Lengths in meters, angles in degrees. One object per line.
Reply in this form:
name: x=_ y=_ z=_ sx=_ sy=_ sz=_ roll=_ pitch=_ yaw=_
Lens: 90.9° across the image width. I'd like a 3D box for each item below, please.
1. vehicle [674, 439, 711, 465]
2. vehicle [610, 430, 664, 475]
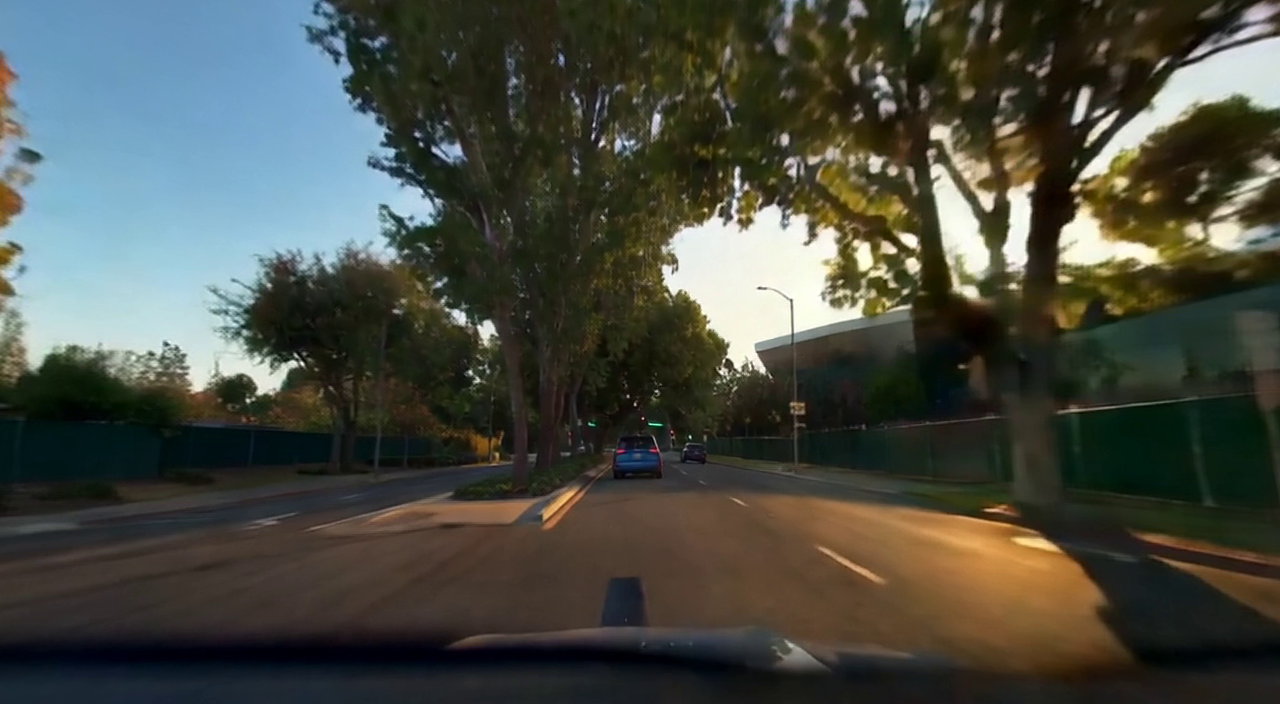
vehicle: x=3.675 y=7.095 z=44.821 sx=2.138 sy=1.699 sz=4.852 roll=0 pitch=-8 yaw=-1
vehicle: x=-0.143 y=4.730 z=29.910 sx=2.386 sy=1.947 sz=4.168 roll=0 pitch=-8 yaw=0
